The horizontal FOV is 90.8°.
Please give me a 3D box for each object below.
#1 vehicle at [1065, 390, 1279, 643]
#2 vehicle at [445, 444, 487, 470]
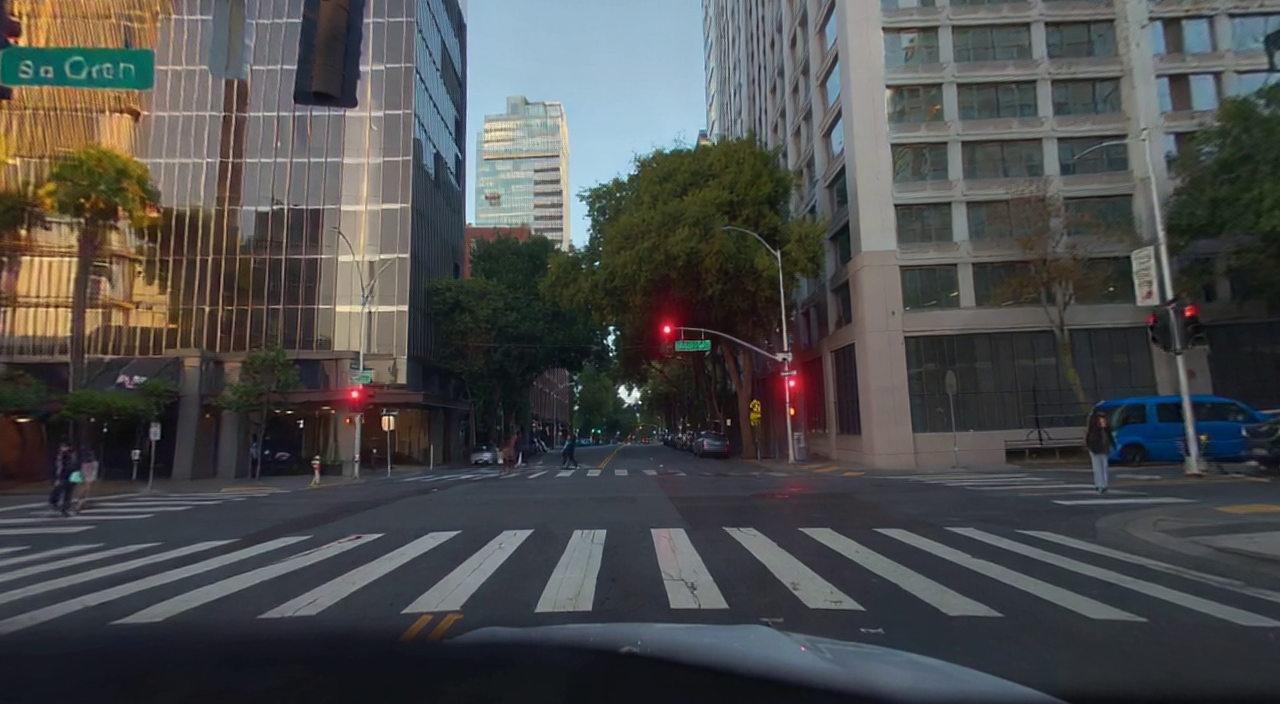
[{"bbox_3d":[5.648,1.138,4.246,2.070,1.804,4.881,0,-8,-1],"label":"vehicle"},{"bbox_3d":[-12.450,7.508,45.382,1.935,1.639,4.244,-3,-8,-2],"label":"vehicle"}]
